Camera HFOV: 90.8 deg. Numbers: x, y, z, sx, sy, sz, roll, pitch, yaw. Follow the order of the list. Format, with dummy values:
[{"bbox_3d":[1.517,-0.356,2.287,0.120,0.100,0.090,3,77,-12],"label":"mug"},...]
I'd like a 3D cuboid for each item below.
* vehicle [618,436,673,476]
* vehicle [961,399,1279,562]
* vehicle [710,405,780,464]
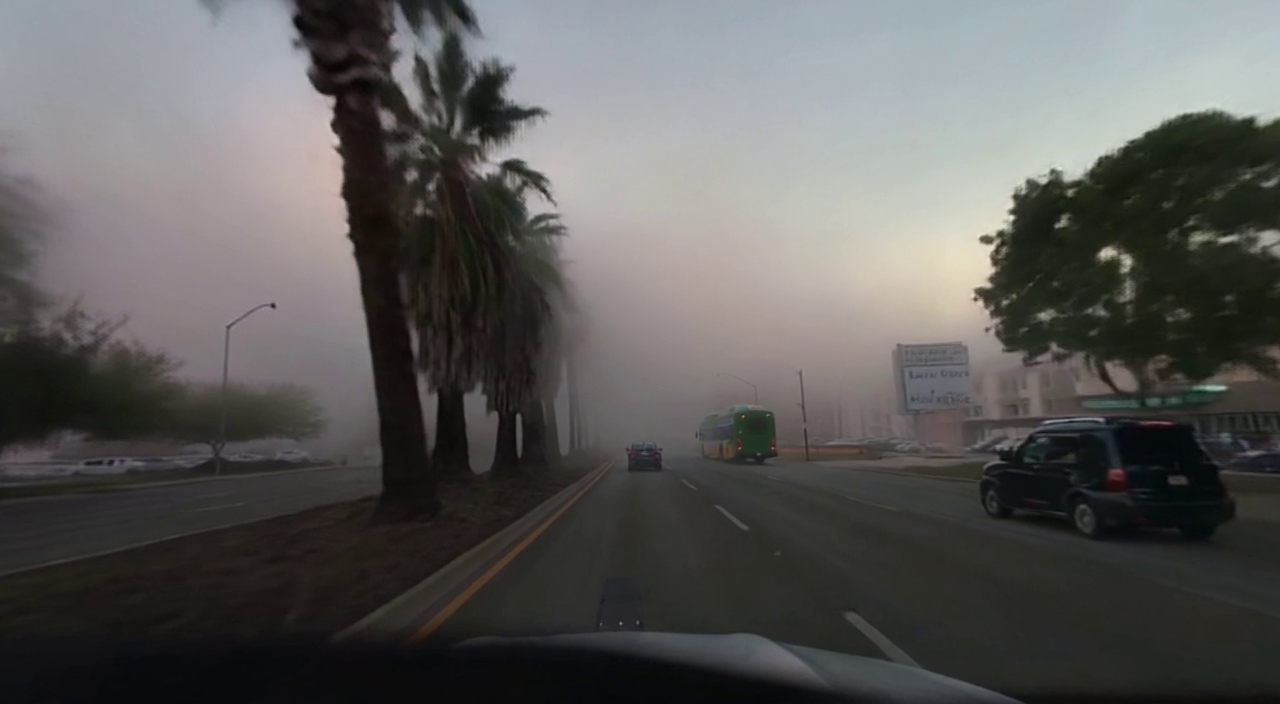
[{"bbox_3d":[0.180,4.284,26.174,2.065,1.477,4.306,0,-9,-1],"label":"vehicle"},{"bbox_3d":[6.543,1.641,8.666,2.031,1.670,4.154,0,-9,0],"label":"vehicle"},{"bbox_3d":[6.581,5.447,41.030,2.795,3.383,9.287,0,-9,-1],"label":"vehicle"}]
